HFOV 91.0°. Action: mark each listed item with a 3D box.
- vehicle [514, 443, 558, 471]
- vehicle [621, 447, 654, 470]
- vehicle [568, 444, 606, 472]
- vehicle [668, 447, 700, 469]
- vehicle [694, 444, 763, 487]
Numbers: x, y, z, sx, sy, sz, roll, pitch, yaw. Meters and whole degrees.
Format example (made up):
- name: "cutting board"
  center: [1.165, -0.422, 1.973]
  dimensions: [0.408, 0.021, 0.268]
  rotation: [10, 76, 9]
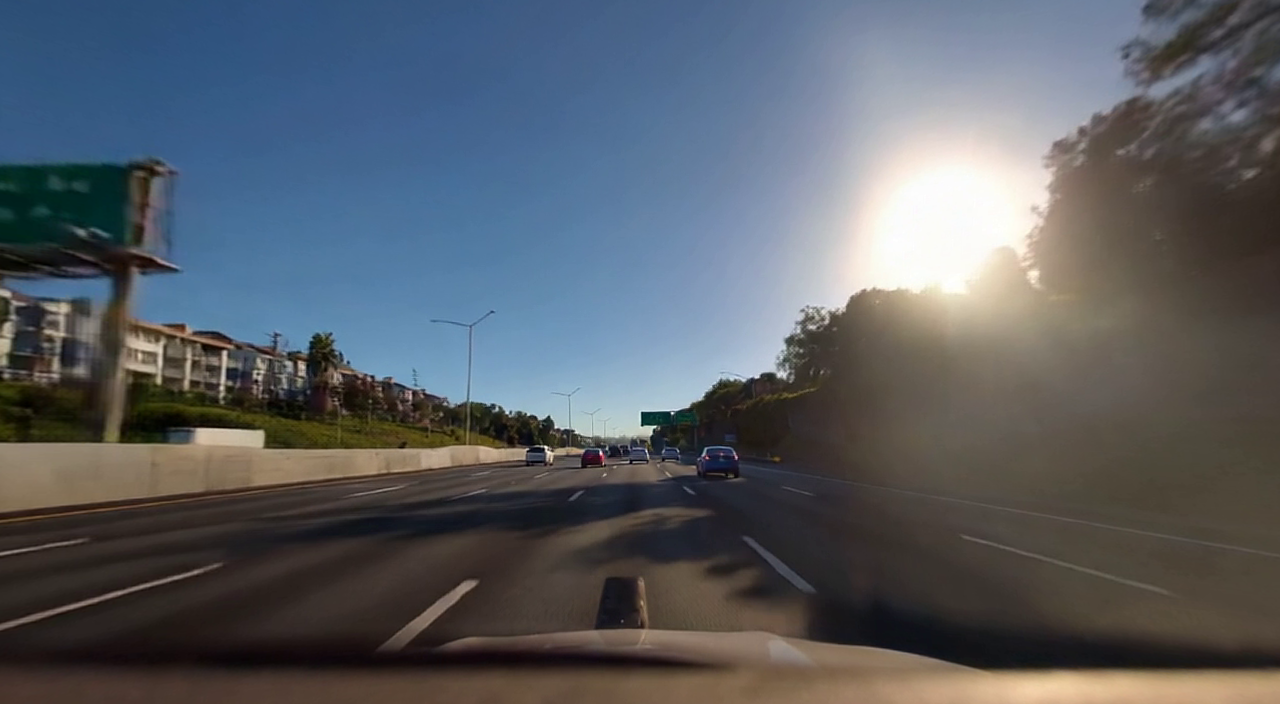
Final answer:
- name: "vehicle"
  center: [-6.850, 6.953, 41.972]
  dimensions: [2.112, 1.721, 4.381]
  rotation: [0, -9, 1]
- name: "vehicle"
  center: [-0.177, 7.311, 43.588]
  dimensions: [2.166, 1.496, 4.158]
  rotation: [0, -9, 0]
- name: "vehicle"
  center: [-3.308, 6.701, 40.112]
  dimensions: [2.091, 1.664, 4.157]
  rotation: [0, -9, 0]
- name: "vehicle"
  center: [3.208, 7.809, 46.391]
  dimensions: [2.036, 1.517, 4.256]
  rotation: [0, -9, 0]
- name: "vehicle"
  center: [3.428, 4.514, 25.389]
  dimensions: [2.077, 1.527, 4.553]
  rotation: [0, -9, -1]
